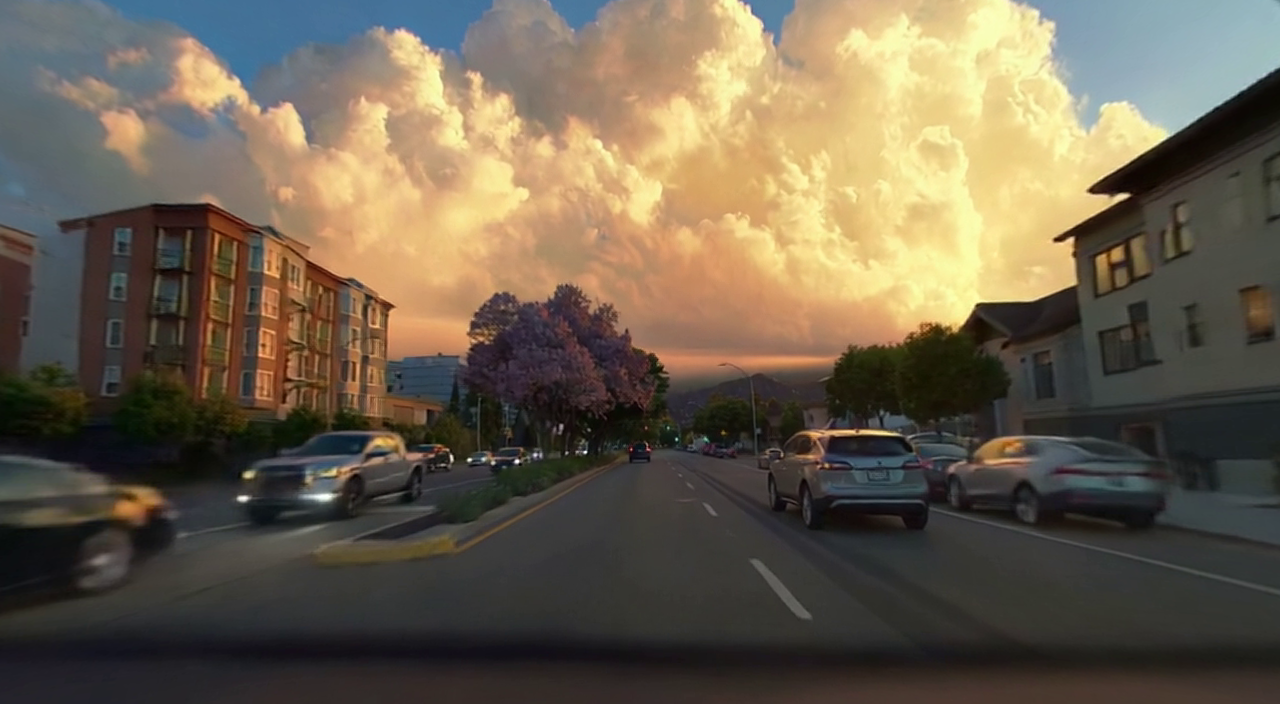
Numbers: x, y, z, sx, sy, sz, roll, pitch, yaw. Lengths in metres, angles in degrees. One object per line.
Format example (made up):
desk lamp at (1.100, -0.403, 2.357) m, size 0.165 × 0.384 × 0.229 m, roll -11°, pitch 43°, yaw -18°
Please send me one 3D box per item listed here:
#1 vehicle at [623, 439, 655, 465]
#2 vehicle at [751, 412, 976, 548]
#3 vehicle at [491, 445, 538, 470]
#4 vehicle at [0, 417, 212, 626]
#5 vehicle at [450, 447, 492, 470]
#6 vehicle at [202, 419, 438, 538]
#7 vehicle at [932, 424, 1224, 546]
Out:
vehicle at (-0.045, 7.256, 45.833) m, size 2.244 × 1.813 × 4.129 m, roll 0°, pitch -8°, yaw 1°
vehicle at (3.320, 2.004, 10.546) m, size 2.071 × 1.747 × 4.549 m, roll 0°, pitch -8°, yaw 0°
vehicle at (-7.778, 6.565, 39.393) m, size 1.931 × 1.491 × 4.026 m, roll 0°, pitch -8°, yaw 2°
vehicle at (-5.657, 1.225, 4.349) m, size 2.012 × 1.501 × 4.626 m, roll -2°, pitch -7°, yaw 3°
vehicle at (-11.615, 7.321, 43.511) m, size 1.779 × 1.495 × 3.766 m, roll 0°, pitch -8°, yaw 2°
vehicle at (-5.685, 2.255, 12.098) m, size 2.034 × 1.771 × 4.795 m, roll -1°, pitch -7°, yaw 0°
vehicle at (7.264, 2.217, 11.259) m, size 2.022 × 1.714 × 4.550 m, roll 0°, pitch -8°, yaw 2°
